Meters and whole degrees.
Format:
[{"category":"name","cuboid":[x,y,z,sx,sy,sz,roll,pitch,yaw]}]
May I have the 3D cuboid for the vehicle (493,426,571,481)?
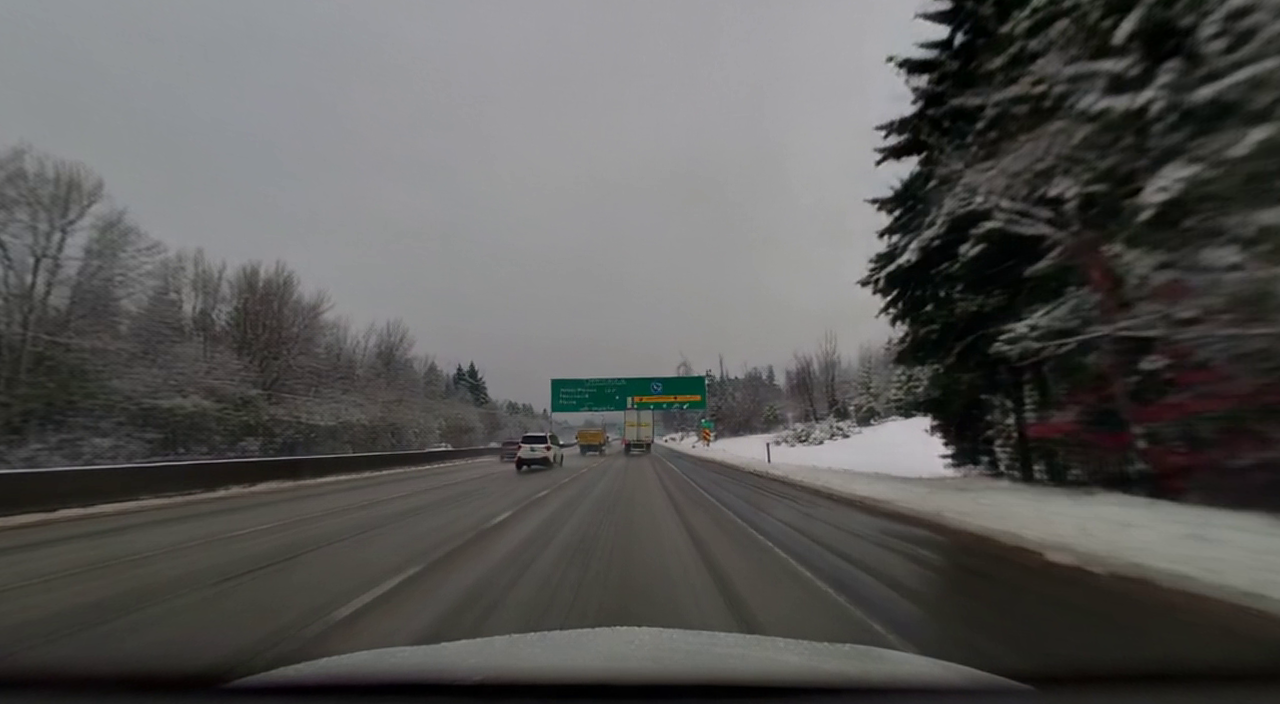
[{"category":"vehicle","cuboid":[-3.944,3.789,23.878,2.127,1.839,4.984,0,-8,-1]}]
